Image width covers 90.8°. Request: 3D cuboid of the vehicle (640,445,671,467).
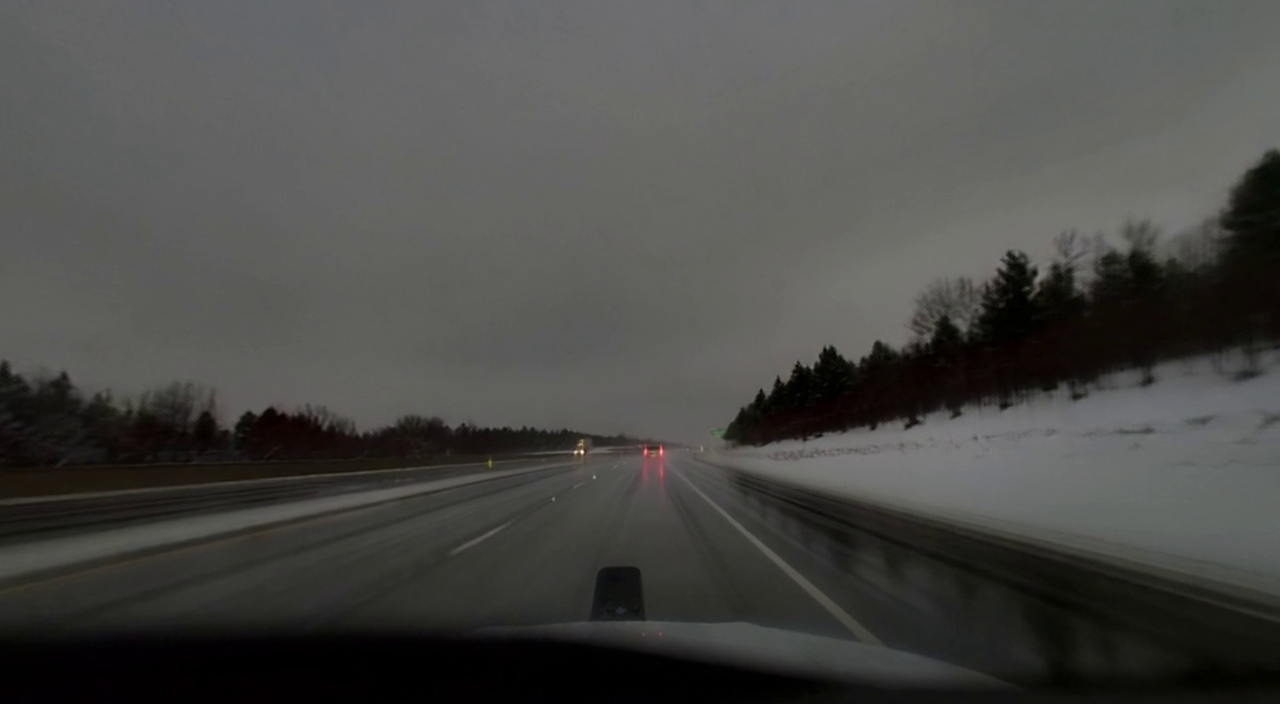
[{"bbox_3d":[1.151,7.809,47.421,2.221,1.603,4.149,-1,-9,2],"label":"vehicle"}]
